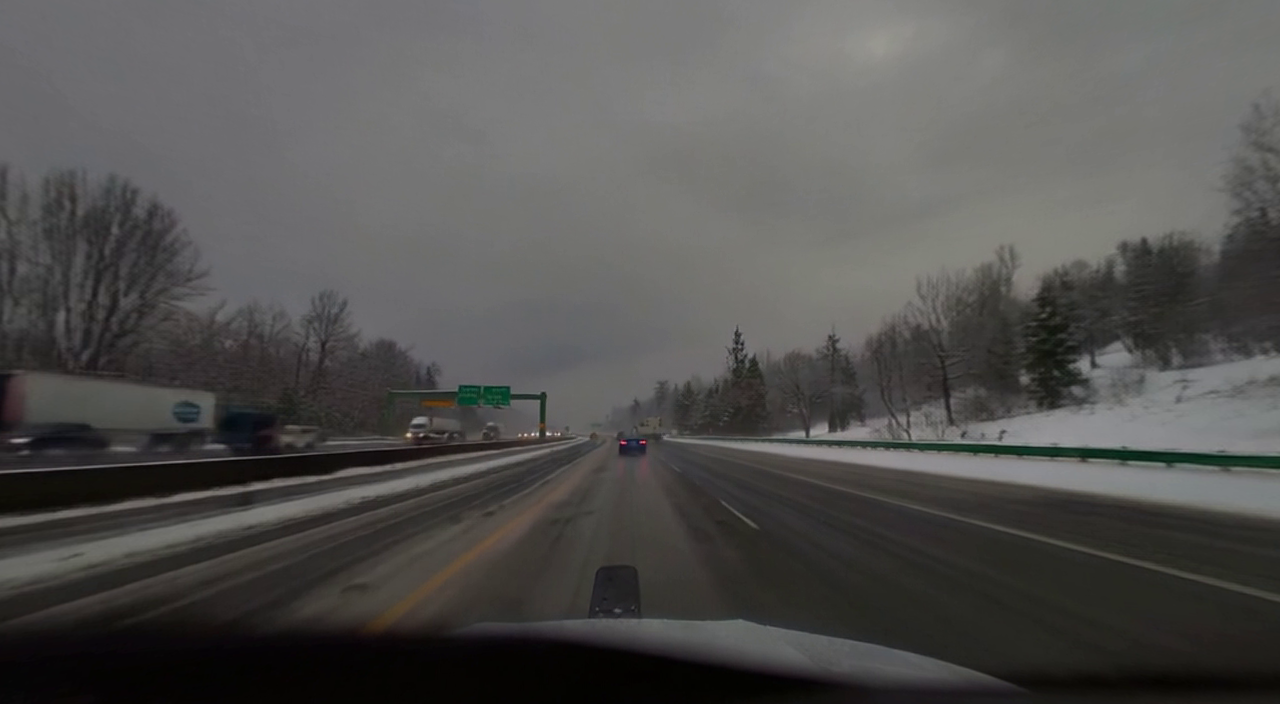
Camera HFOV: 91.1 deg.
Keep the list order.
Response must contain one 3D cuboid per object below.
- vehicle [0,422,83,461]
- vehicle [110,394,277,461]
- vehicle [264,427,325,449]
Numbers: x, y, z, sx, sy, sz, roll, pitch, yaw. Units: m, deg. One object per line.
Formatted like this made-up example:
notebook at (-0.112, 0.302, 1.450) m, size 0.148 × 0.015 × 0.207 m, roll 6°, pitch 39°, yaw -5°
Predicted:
vehicle at (-25.678, 3.667, 25.730) m, size 1.915 × 1.502 × 4.189 m, roll 0°, pitch -8°, yaw -1°
vehicle at (-18.154, 3.176, 26.134) m, size 2.587 × 2.428 × 5.938 m, roll 0°, pitch -8°, yaw -1°
vehicle at (-26.134, 6.532, 47.728) m, size 1.877 × 1.575 × 4.943 m, roll 0°, pitch -8°, yaw -1°
